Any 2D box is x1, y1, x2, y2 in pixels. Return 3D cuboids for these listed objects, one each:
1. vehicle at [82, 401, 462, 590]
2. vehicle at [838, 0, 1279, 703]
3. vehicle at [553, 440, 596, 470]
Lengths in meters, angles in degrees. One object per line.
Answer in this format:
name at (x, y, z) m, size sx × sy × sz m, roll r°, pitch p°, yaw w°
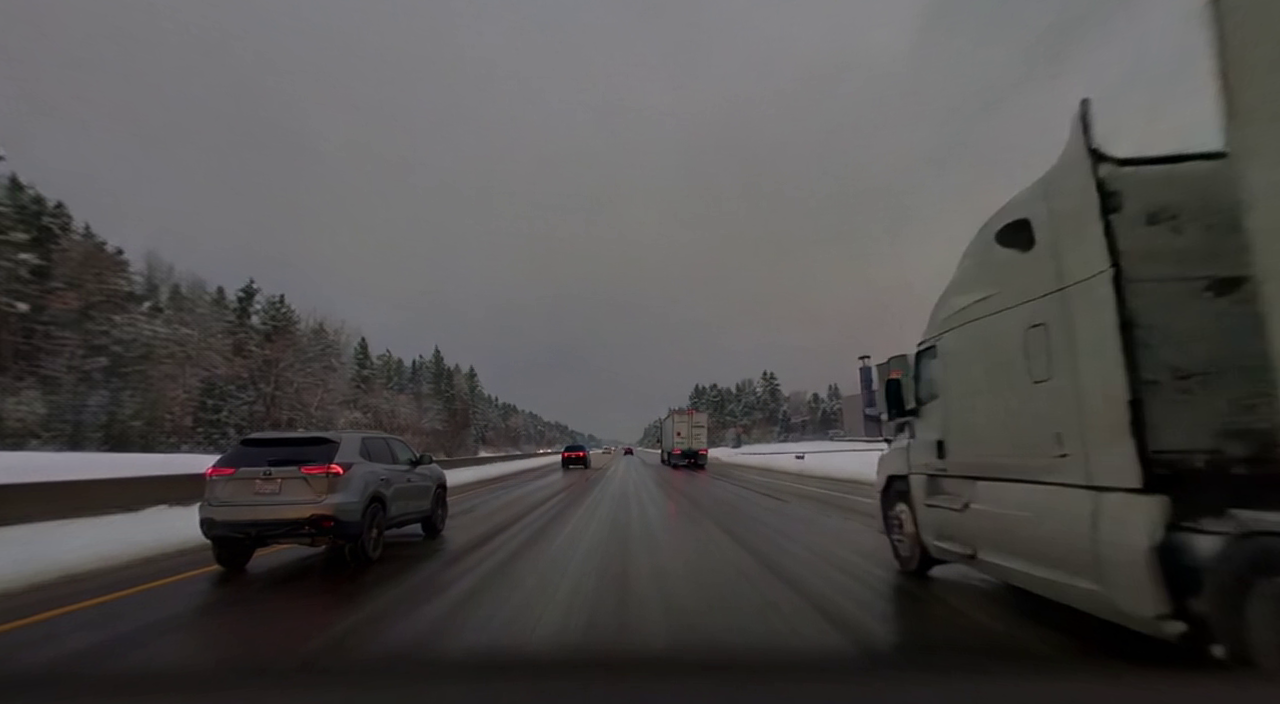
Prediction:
vehicle at (-4.143, 1.708, 8.315) m, size 2.202 × 1.760 × 4.617 m, roll 0°, pitch -9°, yaw 0°
vehicle at (4.227, 0.178, 5.176) m, size 3.030 × 3.918 × 6.108 m, roll 0°, pitch -9°, yaw -1°
vehicle at (-3.911, 6.238, 38.225) m, size 2.139 × 1.716 × 4.530 m, roll 0°, pitch -9°, yaw -1°
